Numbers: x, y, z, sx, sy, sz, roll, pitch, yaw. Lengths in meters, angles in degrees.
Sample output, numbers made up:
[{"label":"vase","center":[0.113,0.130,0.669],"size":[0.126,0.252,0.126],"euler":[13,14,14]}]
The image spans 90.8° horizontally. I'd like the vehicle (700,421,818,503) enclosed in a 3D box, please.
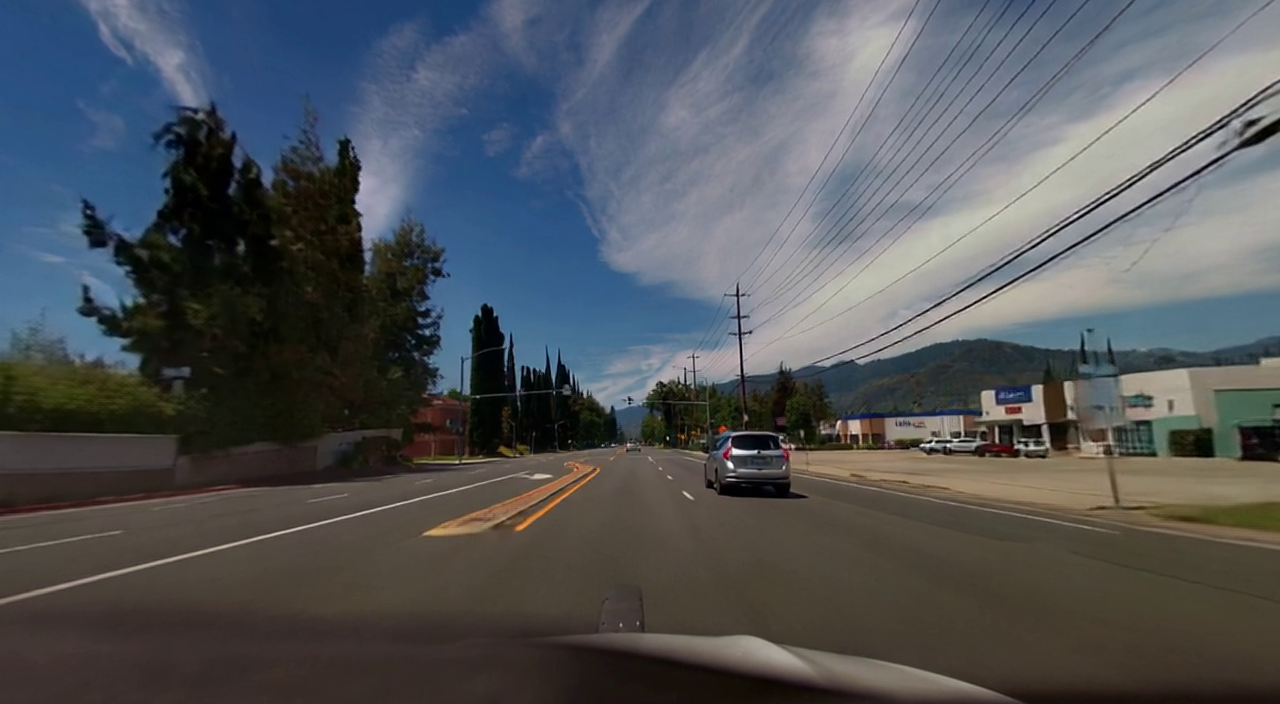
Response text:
[{"label":"vehicle","center":[2.907,2.820,16.596],"size":[2.060,1.820,4.713],"euler":[0,-9,-2]}]
